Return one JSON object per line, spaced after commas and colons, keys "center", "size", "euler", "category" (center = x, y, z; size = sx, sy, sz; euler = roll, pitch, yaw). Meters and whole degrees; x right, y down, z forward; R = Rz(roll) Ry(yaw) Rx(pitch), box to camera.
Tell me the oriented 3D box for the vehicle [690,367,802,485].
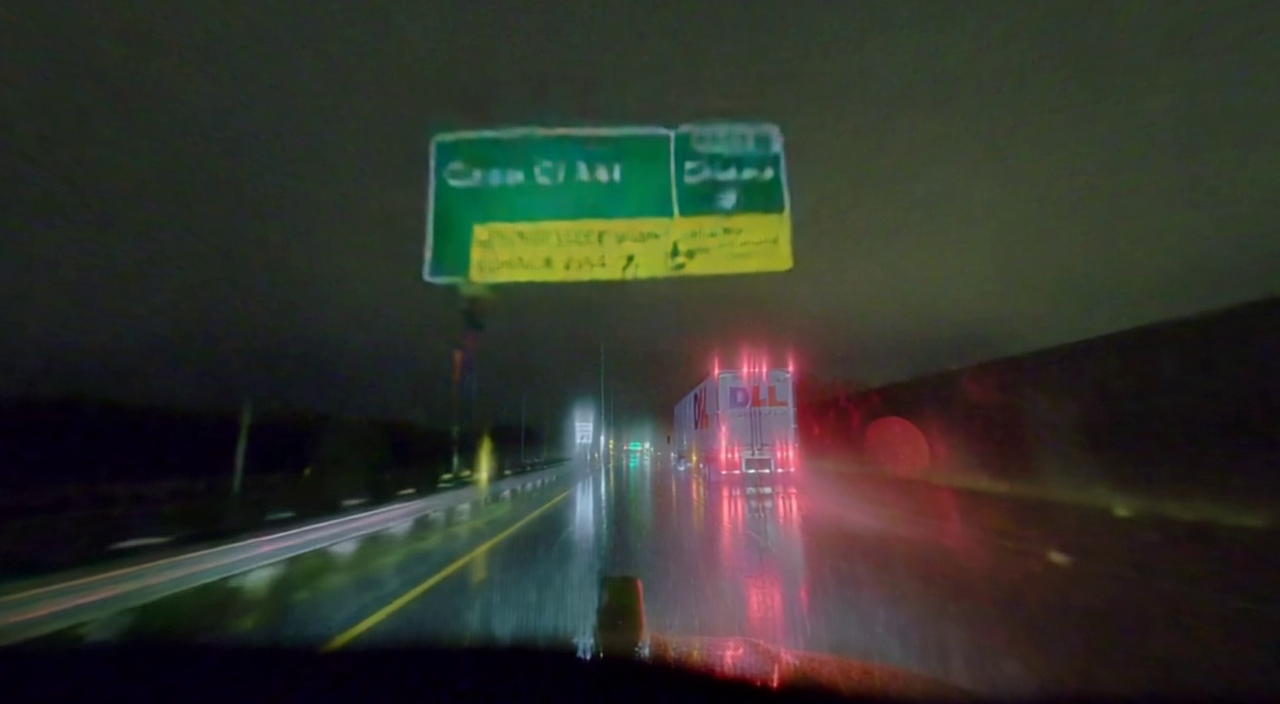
{"center": [3.963, 3.158, 25.811], "size": [2.879, 4.075, 8.126], "euler": [0, -9, -2], "category": "vehicle"}
